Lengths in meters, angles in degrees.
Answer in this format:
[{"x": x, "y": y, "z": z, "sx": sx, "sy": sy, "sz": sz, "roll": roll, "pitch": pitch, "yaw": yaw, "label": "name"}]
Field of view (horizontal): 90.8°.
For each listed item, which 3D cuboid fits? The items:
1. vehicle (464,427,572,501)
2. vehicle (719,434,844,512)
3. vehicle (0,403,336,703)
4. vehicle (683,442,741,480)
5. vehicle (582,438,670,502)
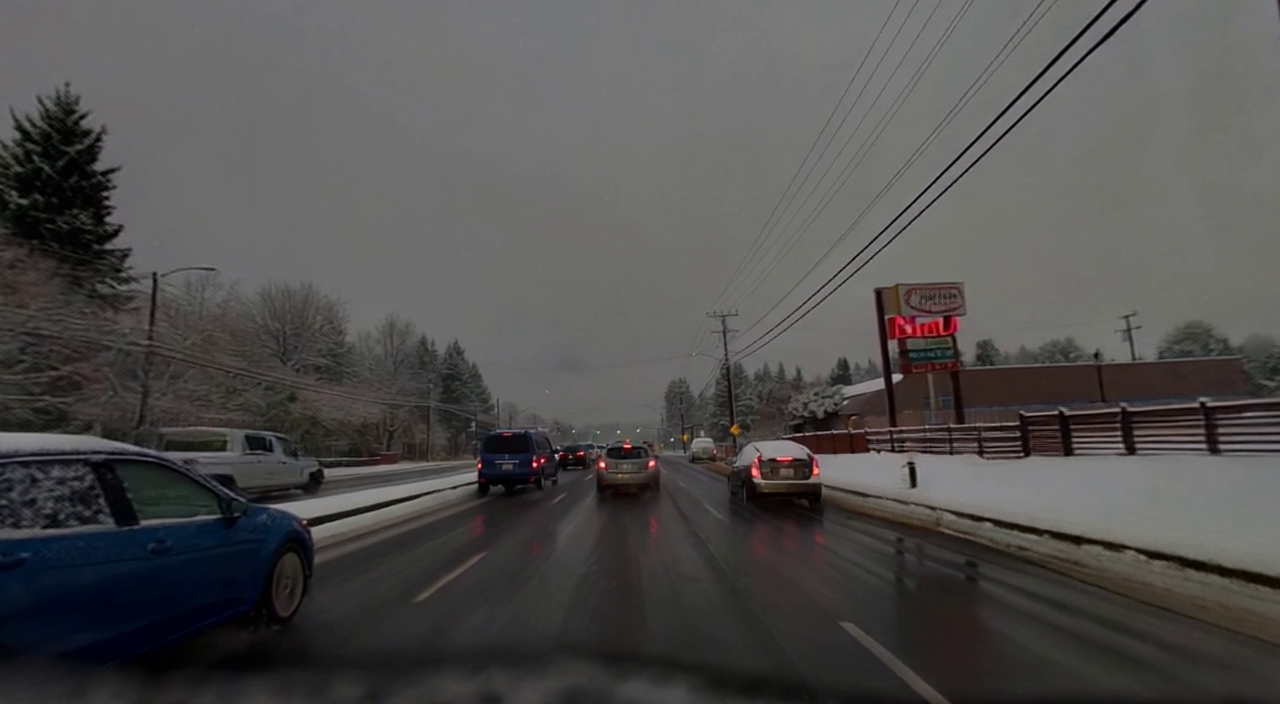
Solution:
[{"x": -3.314, "y": 3.155, "z": 18.225, "sx": 2.092, "sy": 1.839, "sz": 4.736, "roll": 0, "pitch": -9, "yaw": 1, "label": "vehicle"}, {"x": 3.033, "y": 2.689, "z": 14.417, "sx": 1.880, "sy": 1.521, "sz": 3.724, "roll": 0, "pitch": -9, "yaw": -2, "label": "vehicle"}, {"x": -3.337, "y": 0.965, "z": 2.575, "sx": 2.004, "sy": 1.454, "sz": 4.349, "roll": 0, "pitch": -9, "yaw": 0, "label": "vehicle"}, {"x": 3.045, "y": 4.699, "z": 27.464, "sx": 1.878, "sy": 1.479, "sz": 4.461, "roll": 0, "pitch": -9, "yaw": -1, "label": "vehicle"}, {"x": -0.336, "y": 3.106, "z": 17.066, "sx": 2.097, "sy": 1.511, "sz": 3.809, "roll": 0, "pitch": -9, "yaw": 0, "label": "vehicle"}]
